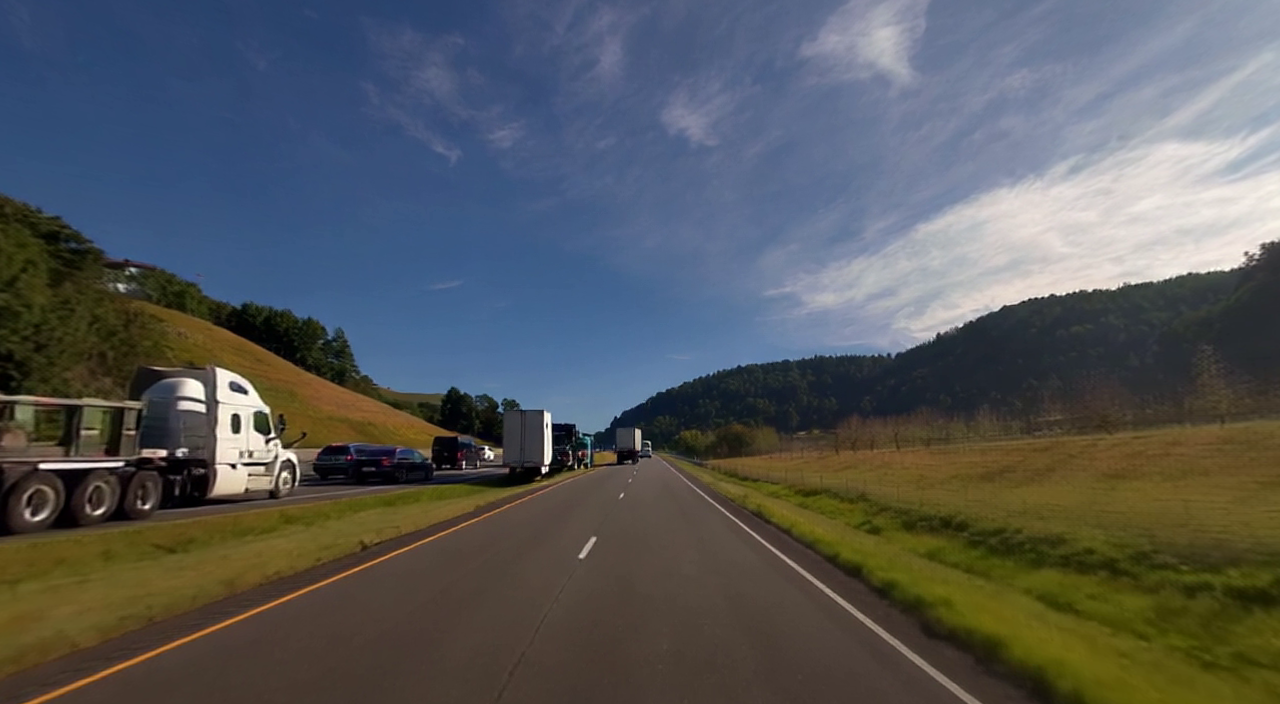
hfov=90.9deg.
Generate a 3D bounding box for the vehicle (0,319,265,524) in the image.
[{"bbox_3d":[-12.701,1.397,12.243,2.745,3.617,11.590,-1,-9,6],"label":"vehicle"}]

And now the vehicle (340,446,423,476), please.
[{"bbox_3d":[-13.795,5.858,34.017,1.925,1.493,4.864,-1,-9,7],"label":"vehicle"}]

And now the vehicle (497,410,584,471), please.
[{"bbox_3d":[-7.235,6.990,49.014,2.848,4.067,14.314,-1,-9,7],"label":"vehicle"}]
